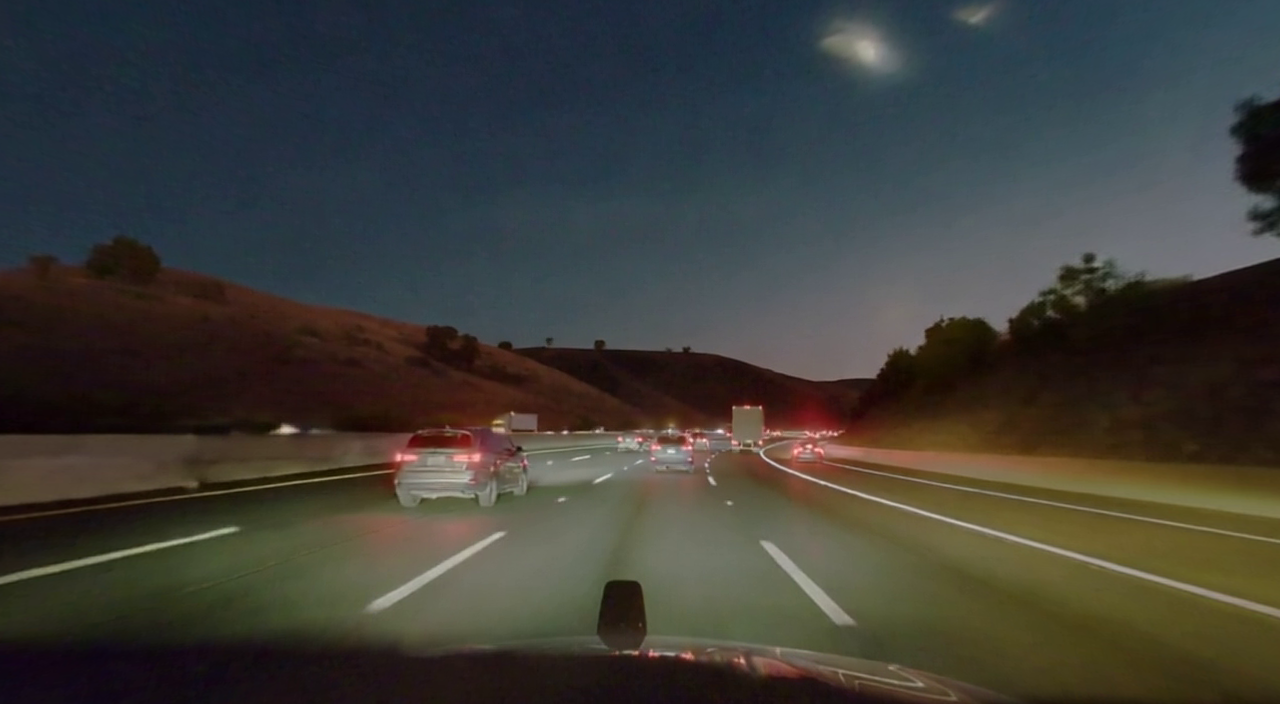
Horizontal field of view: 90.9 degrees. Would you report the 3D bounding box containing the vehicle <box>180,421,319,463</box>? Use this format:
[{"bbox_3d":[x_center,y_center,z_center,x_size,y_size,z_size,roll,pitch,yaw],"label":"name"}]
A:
[{"bbox_3d":[-16.478,3.881,27.031,2.331,1.599,5.196,-1,-8,5],"label":"vehicle"}]

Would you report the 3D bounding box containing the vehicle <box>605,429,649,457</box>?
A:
[{"bbox_3d":[-0.754,5.907,40.952,2.194,1.702,4.305,-1,-8,8],"label":"vehicle"}]

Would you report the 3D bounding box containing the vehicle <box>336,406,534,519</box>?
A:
[{"bbox_3d":[-3.517,2.015,11.919,2.077,1.712,4.406,-1,-8,3],"label":"vehicle"}]

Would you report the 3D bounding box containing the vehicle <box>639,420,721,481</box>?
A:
[{"bbox_3d":[1.365,3.333,21.497,2.484,1.820,4.497,-1,-8,4],"label":"vehicle"}]
